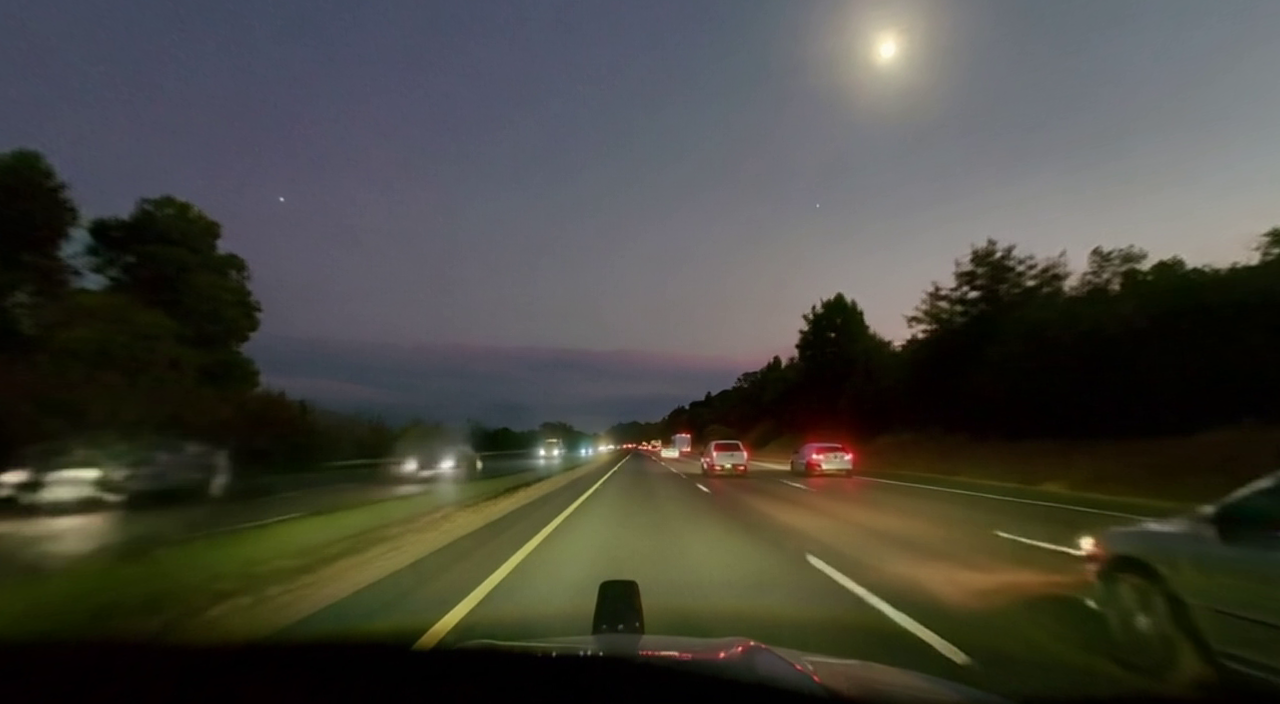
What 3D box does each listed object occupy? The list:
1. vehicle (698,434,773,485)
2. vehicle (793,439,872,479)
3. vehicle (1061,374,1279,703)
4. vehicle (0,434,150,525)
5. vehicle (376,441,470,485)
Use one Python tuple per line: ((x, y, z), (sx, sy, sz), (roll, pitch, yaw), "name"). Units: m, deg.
((3.554, 4.115, 24.410), (2.070, 1.751, 4.576), (0, -9, -1), "vehicle")
((8.548, 4.771, 28.442), (2.018, 1.636, 4.510), (0, -9, -1), "vehicle")
((3.625, 0.769, 1.736), (2.023, 1.603, 4.159), (0, -9, 0), "vehicle")
((-11.734, 2.273, 11.403), (1.898, 1.506, 4.812), (0, -9, -1), "vehicle")
((-8.154, 4.204, 24.231), (2.021, 1.518, 4.663), (0, -9, -1), "vehicle")
